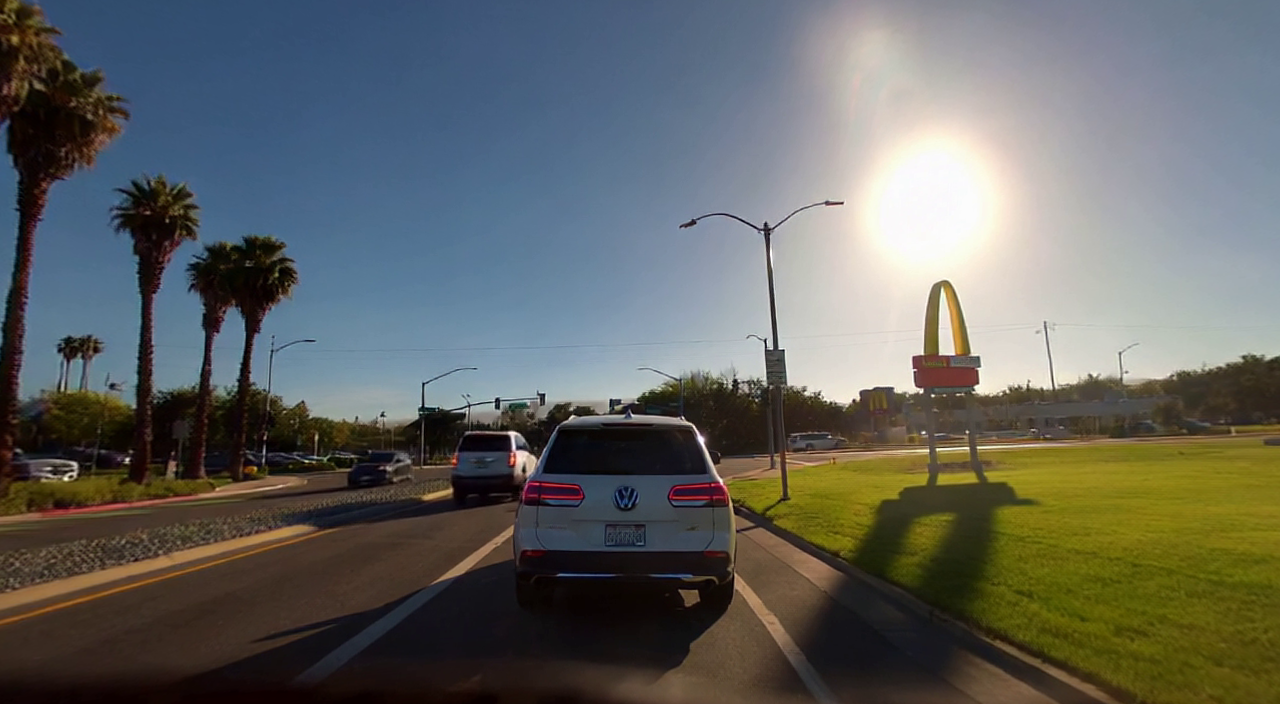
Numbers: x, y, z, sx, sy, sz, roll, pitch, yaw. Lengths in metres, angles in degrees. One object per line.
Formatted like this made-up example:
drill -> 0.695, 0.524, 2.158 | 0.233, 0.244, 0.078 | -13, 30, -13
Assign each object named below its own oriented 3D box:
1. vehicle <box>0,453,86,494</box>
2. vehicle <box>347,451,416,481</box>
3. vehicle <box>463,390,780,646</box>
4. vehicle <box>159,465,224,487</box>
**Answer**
vehicle -> -28.119, 5.416, 28.206 | 4.584, 1.714, 2.186 | 4, -10, -27
vehicle -> -15.025, 6.636, 36.991 | 2.069, 1.617, 4.613 | 0, -9, 0
vehicle -> -0.142, 1.417, 6.325 | 2.137, 1.728, 3.926 | 0, -9, -1
vehicle -> -33.313, 9.216, 47.033 | 1.792, 1.439, 3.952 | -1, -9, 3
